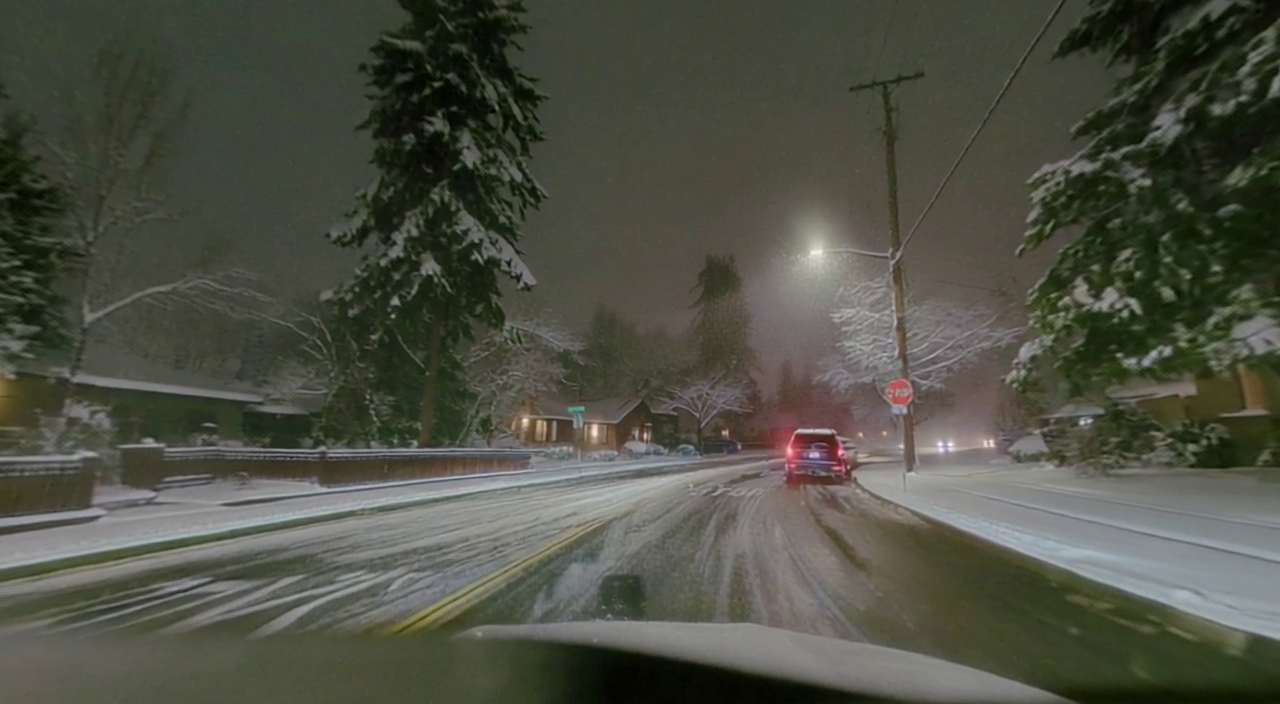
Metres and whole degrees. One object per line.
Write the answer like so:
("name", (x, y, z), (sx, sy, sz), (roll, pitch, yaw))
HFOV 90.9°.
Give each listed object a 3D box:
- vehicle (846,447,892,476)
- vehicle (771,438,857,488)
("vehicle", (13.341, 6.331, 36.570), (2.083, 1.493, 5.037), (-3, -10, 24))
("vehicle", (6.663, 4.094, 23.702), (2.692, 1.649, 4.689), (-3, -9, 19))
